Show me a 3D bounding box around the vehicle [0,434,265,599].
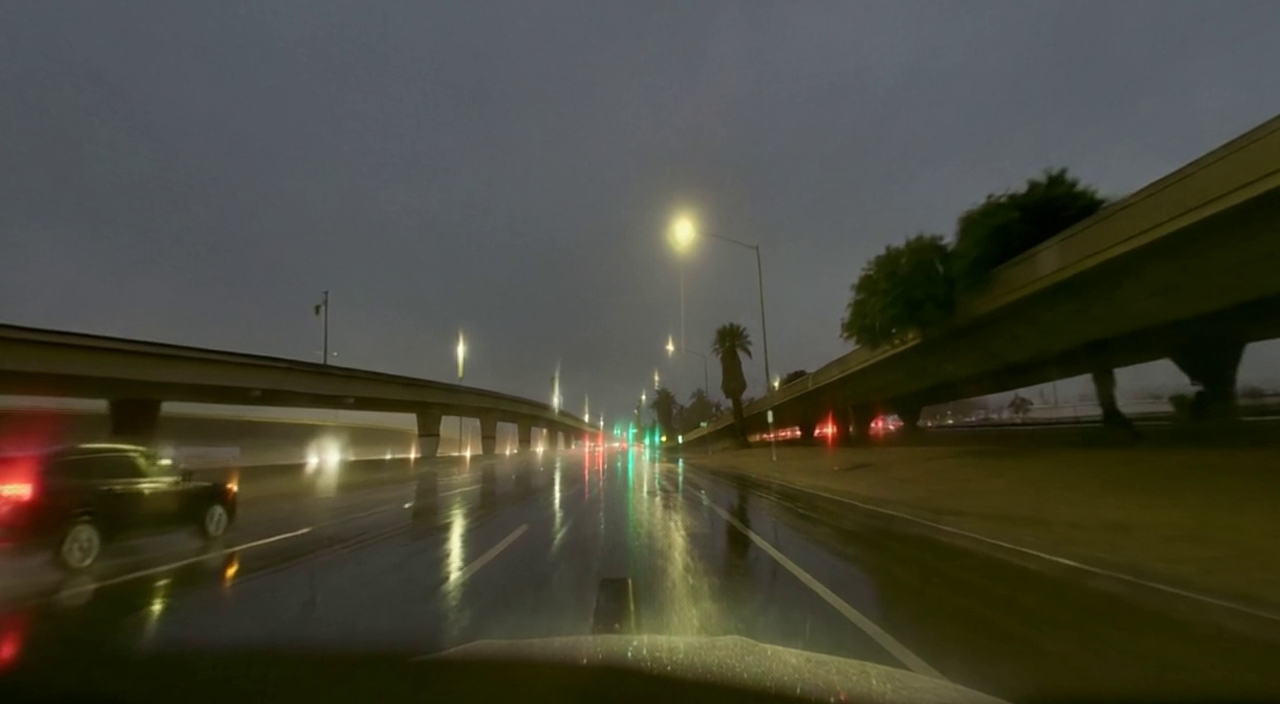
[{"bbox_3d":[-6.880,1.812,7.785,1.914,1.503,4.268,0,-8,-1],"label":"vehicle"}]
